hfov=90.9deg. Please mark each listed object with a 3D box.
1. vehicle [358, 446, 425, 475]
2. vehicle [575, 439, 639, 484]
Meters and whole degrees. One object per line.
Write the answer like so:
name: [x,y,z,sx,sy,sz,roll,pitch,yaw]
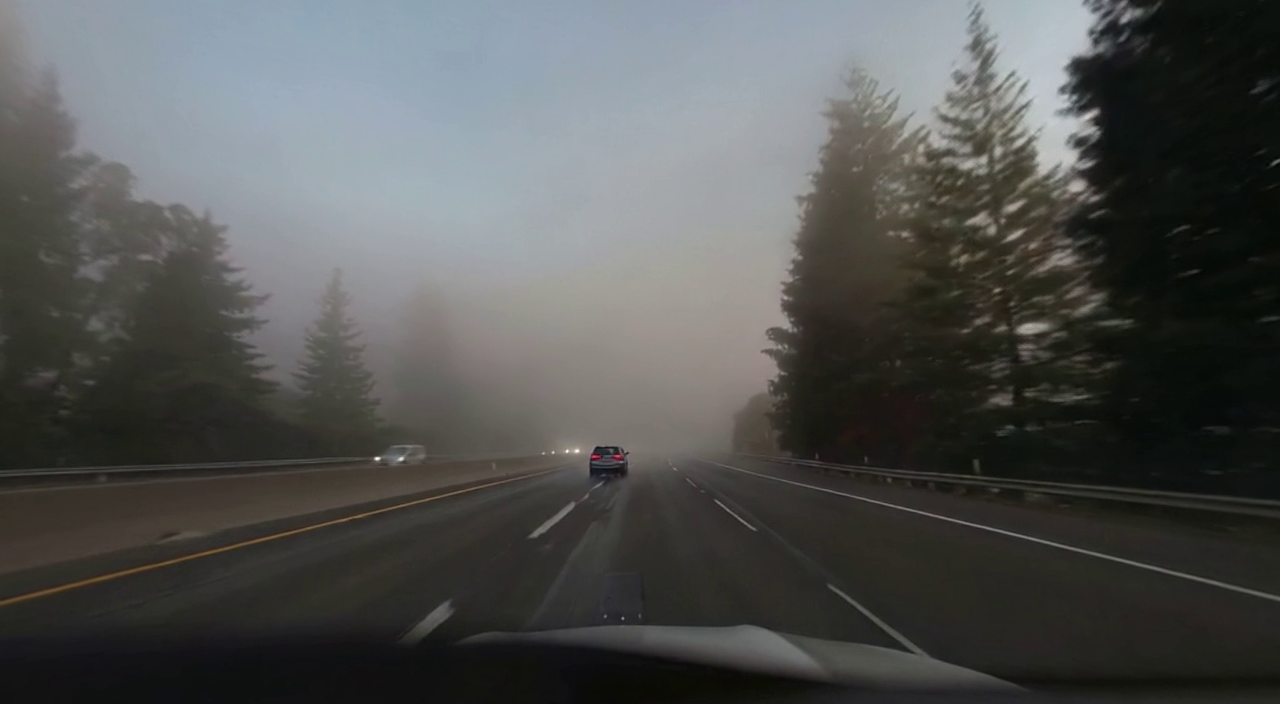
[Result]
vehicle: [-15.234,6.672,38.965,2.181,1.678,4.625,0,-9,1]
vehicle: [-1.234,4.430,25.730,2.231,1.652,4.503,0,-9,2]
